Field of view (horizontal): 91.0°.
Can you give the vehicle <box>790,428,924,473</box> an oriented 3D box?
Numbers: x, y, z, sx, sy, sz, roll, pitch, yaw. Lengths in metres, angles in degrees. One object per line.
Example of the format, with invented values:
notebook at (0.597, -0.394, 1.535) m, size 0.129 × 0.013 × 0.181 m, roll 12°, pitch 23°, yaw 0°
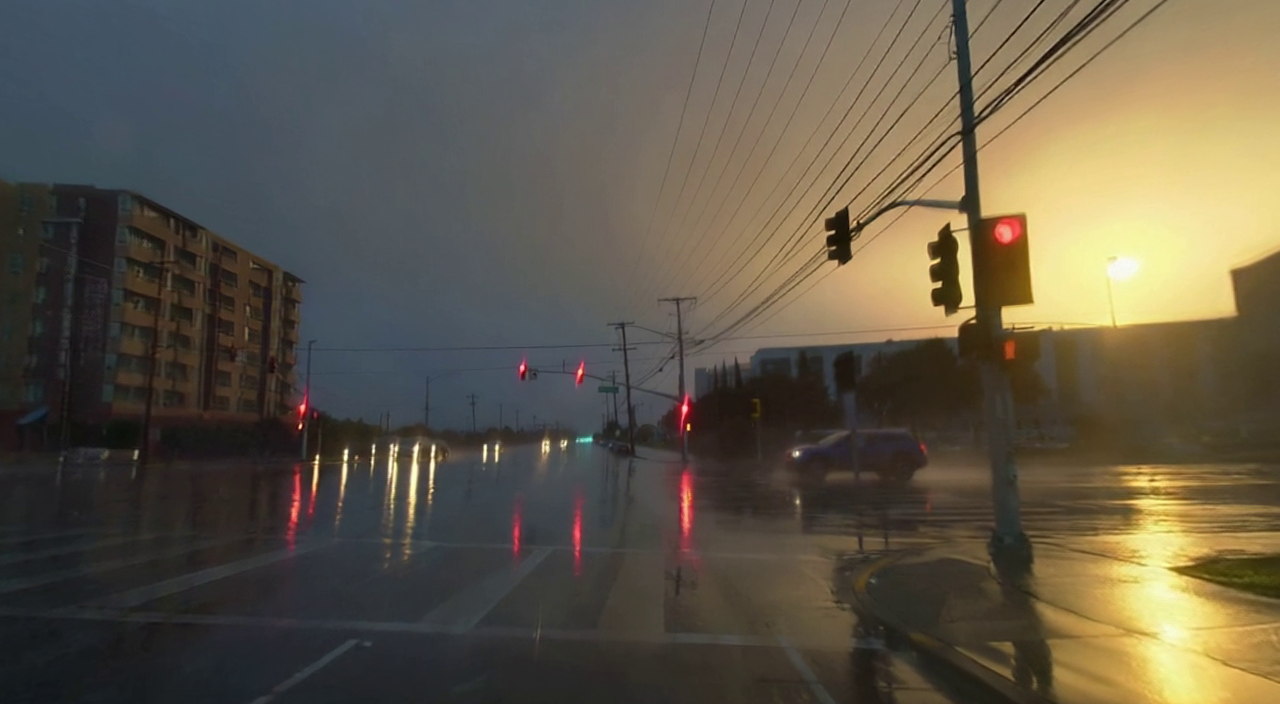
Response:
vehicle at (8.701, 4.023, 25.719) m, size 4.884 × 1.714 × 2.021 m, roll -2°, pitch -9°, yaw 12°
